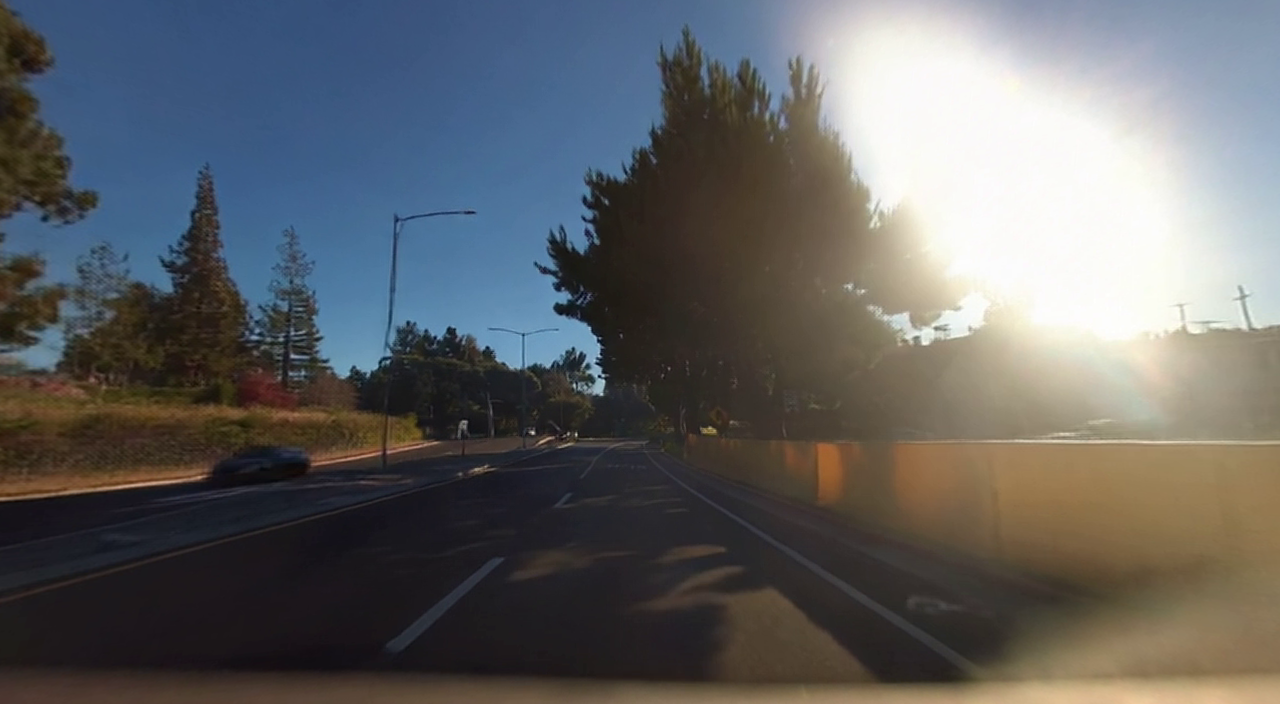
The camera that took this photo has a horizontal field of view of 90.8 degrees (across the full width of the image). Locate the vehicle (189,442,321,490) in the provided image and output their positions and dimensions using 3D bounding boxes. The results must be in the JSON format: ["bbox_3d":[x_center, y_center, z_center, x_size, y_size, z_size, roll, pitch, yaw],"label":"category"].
[{"bbox_3d":[-13.942,4.141,23.278,1.969,1.563,4.648,0,-9,-1],"label":"vehicle"}]
